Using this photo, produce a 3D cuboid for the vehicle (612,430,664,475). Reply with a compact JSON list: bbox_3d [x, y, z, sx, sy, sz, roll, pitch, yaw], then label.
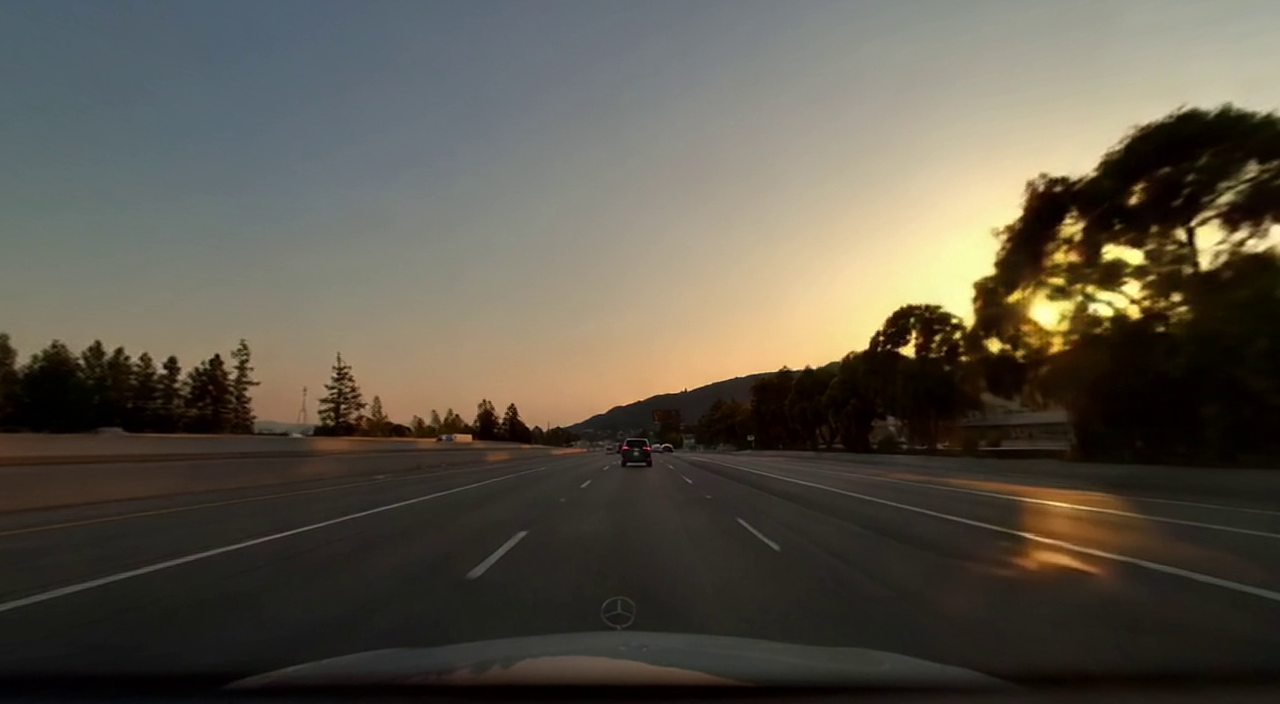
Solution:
[{"bbox_3d":[-0.095,4.772,30.204,2.269,1.924,4.596,0,-8,0],"label":"vehicle"}]
